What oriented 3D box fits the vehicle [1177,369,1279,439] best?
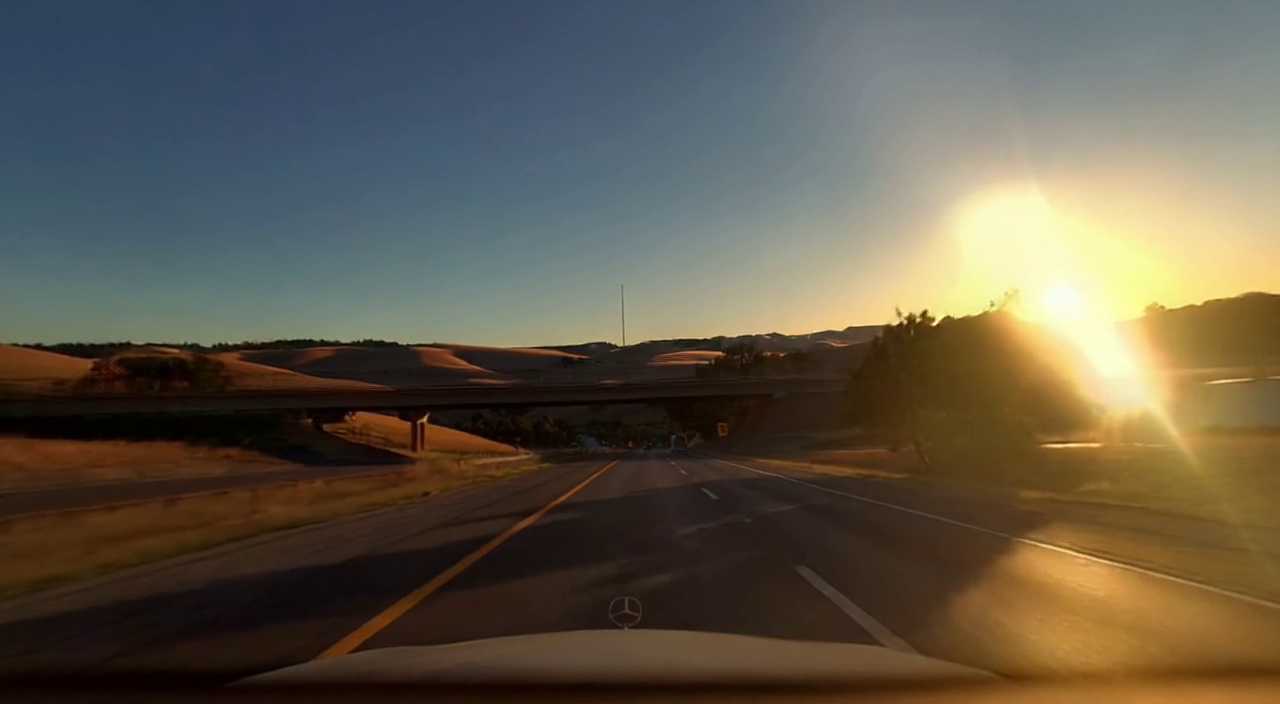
[{"bbox_3d":[36.447,3.177,37.253,3.089,3.837,6.103,5,-9,-25],"label":"vehicle"}]
